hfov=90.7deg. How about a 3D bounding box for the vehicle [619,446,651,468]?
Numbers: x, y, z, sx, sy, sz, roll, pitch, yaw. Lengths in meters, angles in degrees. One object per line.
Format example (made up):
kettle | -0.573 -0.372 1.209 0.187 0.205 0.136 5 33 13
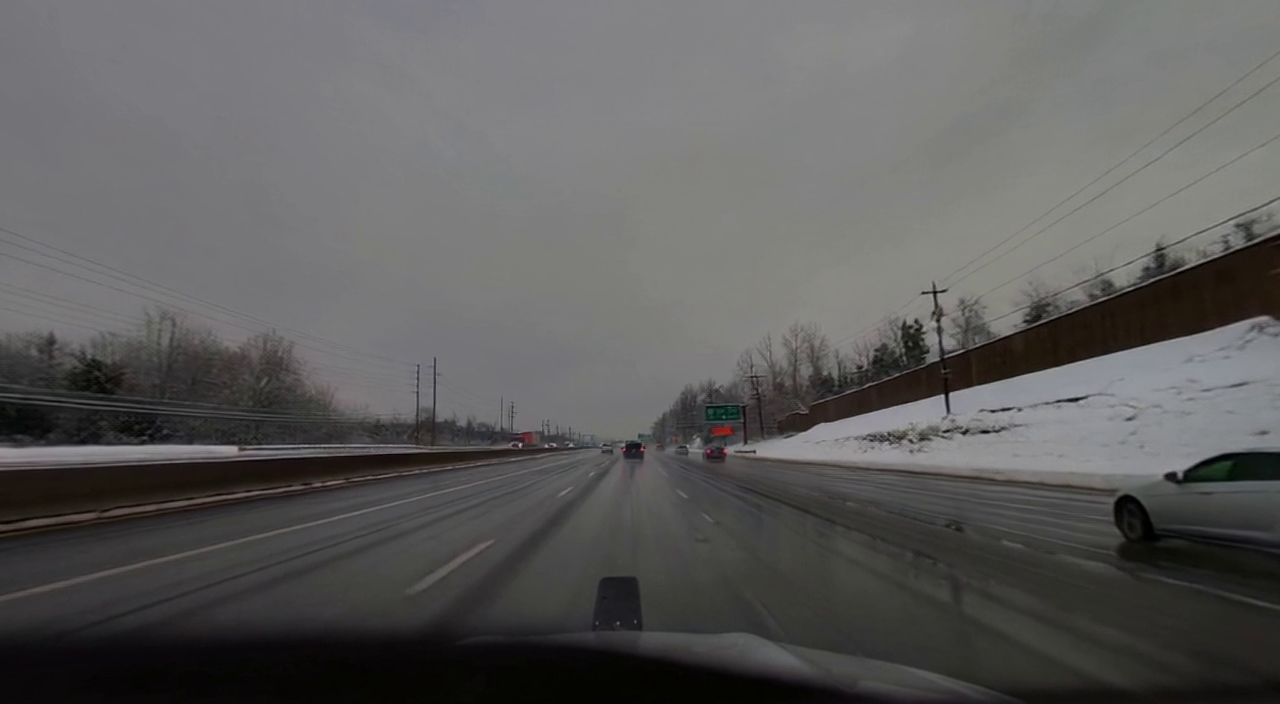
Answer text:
vehicle | -0.402 7.375 44.754 2.109 1.489 4.027 0 -8 -2

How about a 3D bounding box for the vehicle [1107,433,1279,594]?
vehicle | 6.796 1.468 5.750 1.876 1.451 4.154 0 -8 -1
